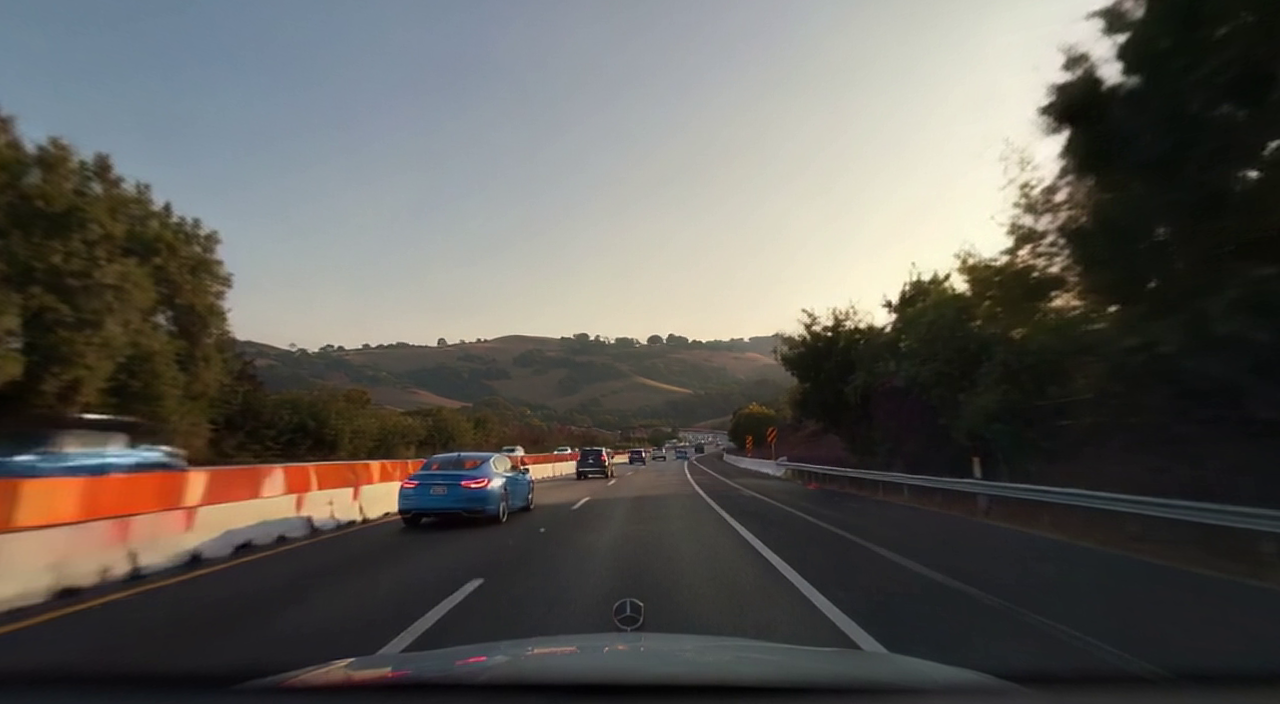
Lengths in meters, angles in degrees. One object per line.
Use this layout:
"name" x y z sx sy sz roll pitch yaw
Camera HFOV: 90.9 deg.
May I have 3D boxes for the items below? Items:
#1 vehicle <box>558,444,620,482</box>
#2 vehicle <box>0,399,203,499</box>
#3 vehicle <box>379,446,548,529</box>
"vehicle" -2.088 4.747 27.139 2.094 1.480 4.124 -1 -9 3
"vehicle" -17.012 2.966 19.374 2.367 2.544 6.211 -1 -9 3
"vehicle" -3.161 2.514 12.256 2.061 1.330 3.928 0 -9 1
